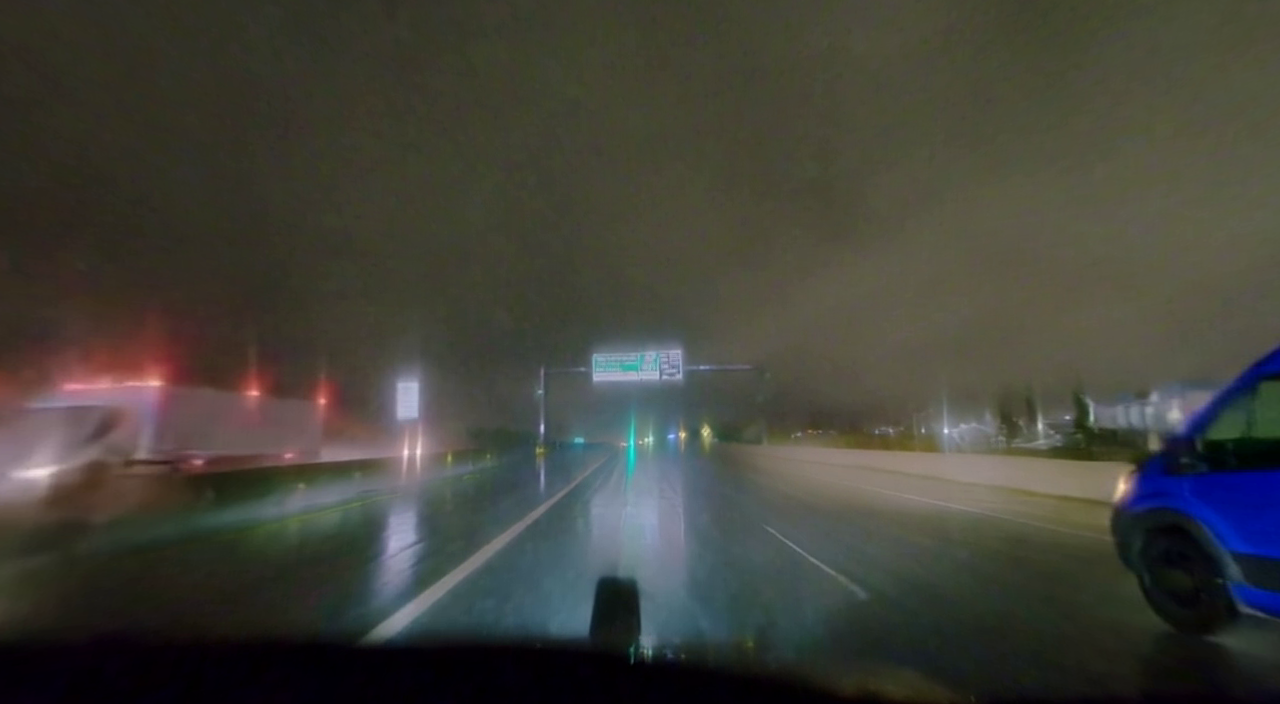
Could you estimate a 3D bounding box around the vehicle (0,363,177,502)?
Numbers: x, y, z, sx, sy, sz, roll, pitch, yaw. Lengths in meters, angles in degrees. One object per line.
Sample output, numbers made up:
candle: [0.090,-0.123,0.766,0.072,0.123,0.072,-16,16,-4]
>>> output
vehicle: [-19.155,2.678,20.831,3.000,3.921,5.758,-1,-8,1]

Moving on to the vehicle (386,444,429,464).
vehicle: [-18.361,8.061,49.879,1.911,1.468,4.258,0,-8,-2]

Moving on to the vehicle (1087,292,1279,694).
vehicle: [4.308,0.547,2.071,2.161,2.002,4.631,0,-8,-1]
